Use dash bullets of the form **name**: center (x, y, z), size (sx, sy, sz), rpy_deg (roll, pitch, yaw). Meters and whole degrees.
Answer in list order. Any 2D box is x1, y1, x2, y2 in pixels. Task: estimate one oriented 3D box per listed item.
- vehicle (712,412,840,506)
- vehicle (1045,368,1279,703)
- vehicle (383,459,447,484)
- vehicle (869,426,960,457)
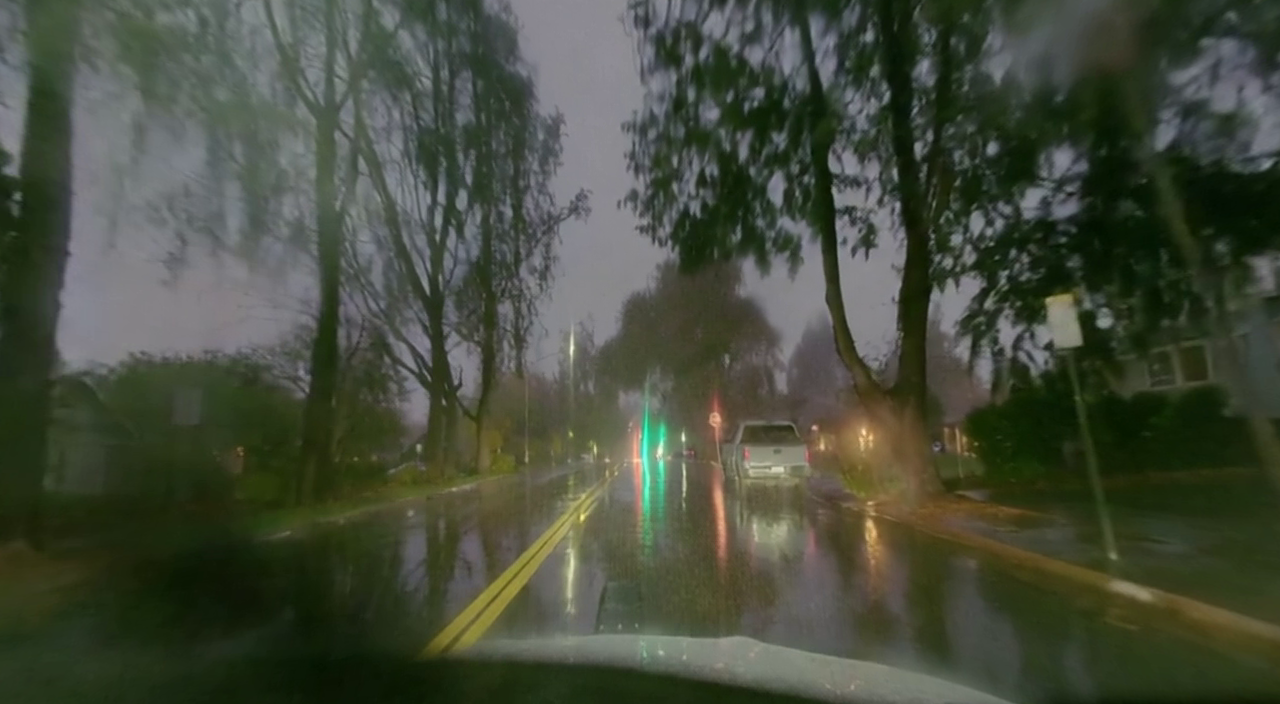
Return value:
- **vehicle**: center (3.015, 2.506, 15.113), size (2.109, 1.875, 4.488), rpy_deg (-1, -8, 1)
- **vehicle**: center (2.878, 0.583, 0.210), size (1.969, 1.549, 5.038), rpy_deg (0, -8, -3)
- **vehicle**: center (-17.509, 9.358, 49.225), size (4.274, 1.626, 2.093), rpy_deg (-6, -12, 11)
- **vehicle**: center (17.666, 5.797, 40.846), size (4.982, 1.874, 2.133), rpy_deg (-3, -9, 13)
